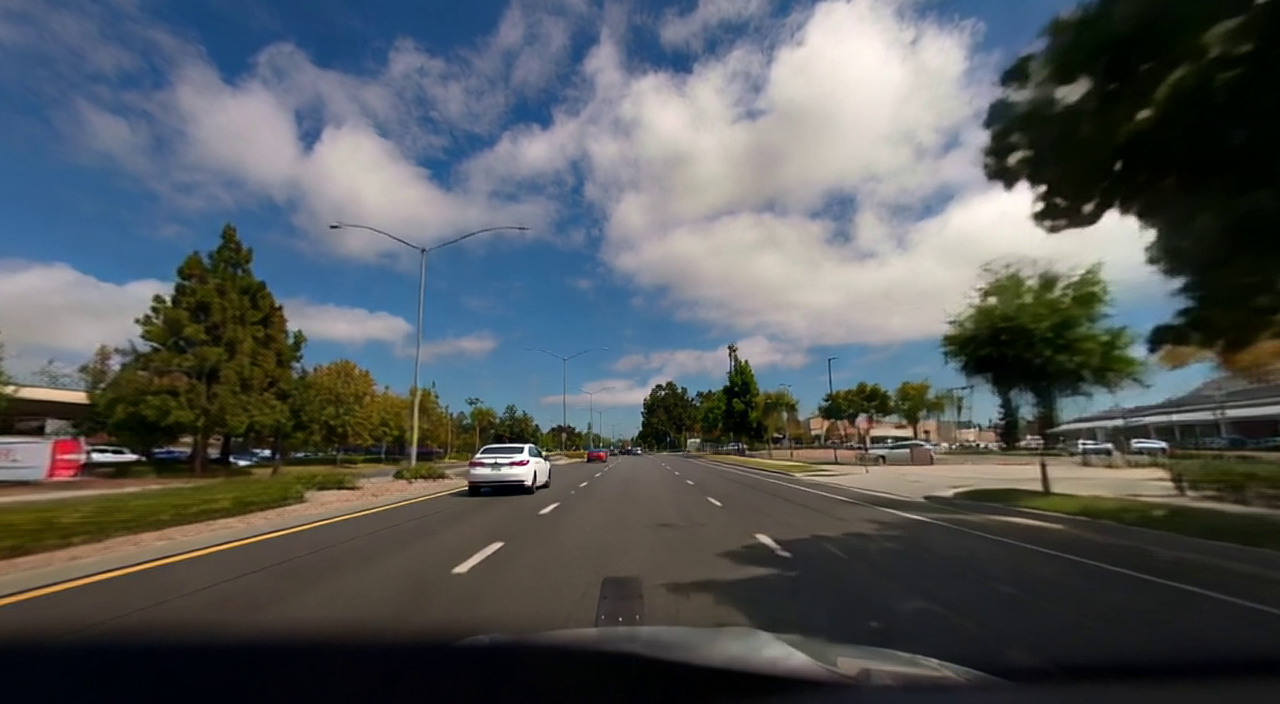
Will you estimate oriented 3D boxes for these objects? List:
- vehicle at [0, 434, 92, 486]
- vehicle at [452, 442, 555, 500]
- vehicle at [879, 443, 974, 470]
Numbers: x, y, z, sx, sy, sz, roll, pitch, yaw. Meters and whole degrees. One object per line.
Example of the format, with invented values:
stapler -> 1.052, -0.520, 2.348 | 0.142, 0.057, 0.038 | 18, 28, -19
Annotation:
vehicle -> -34.131, 5.791, 33.946 | 6.915, 2.687, 2.367 | 0, -9, -1
vehicle -> -3.751, 3.351, 18.261 | 2.003, 1.454, 4.484 | 0, -9, 0
vehicle -> 16.137, 5.896, 35.700 | 4.341, 1.412, 2.035 | 0, -9, -2
